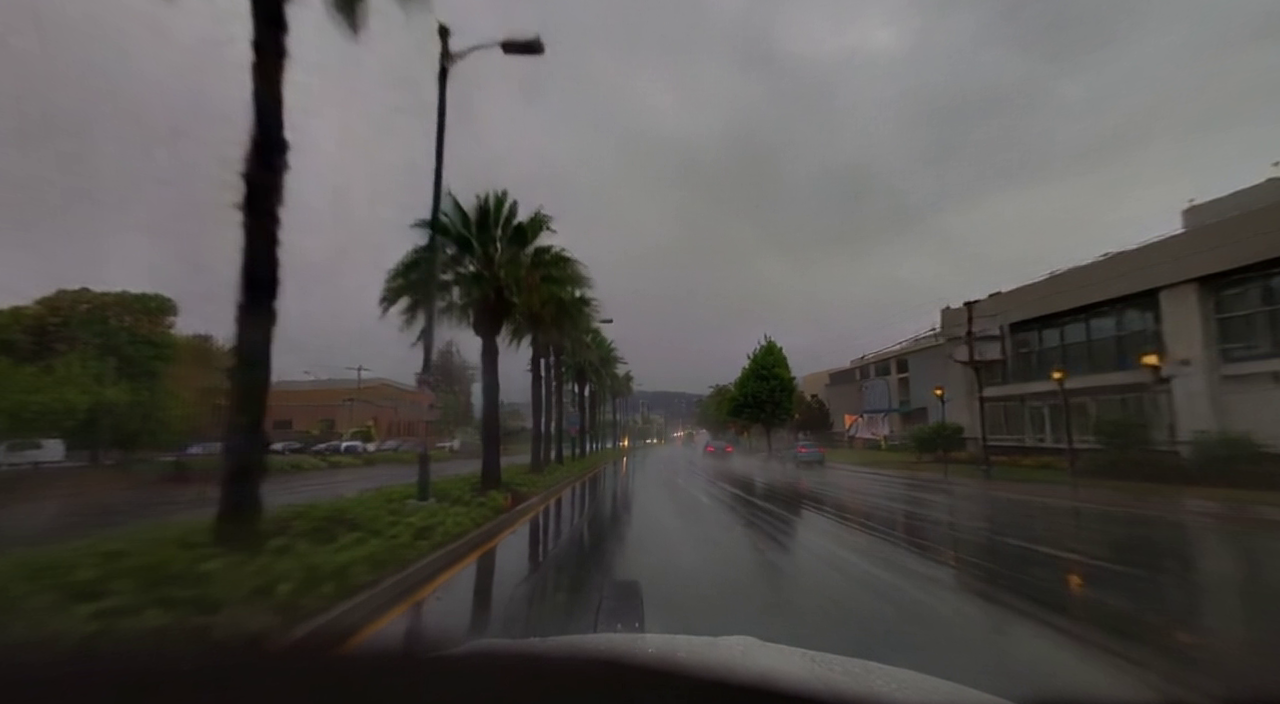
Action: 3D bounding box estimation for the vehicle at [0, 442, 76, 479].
[{"bbox_3d":[-36.043,6.102,35.557,5.711,2.003,2.550,0,-8,-1],"label":"vehicle"}]

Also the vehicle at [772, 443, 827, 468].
[{"bbox_3d":[10.196,6.653,40.659,2.086,1.545,4.645,1,-8,-4],"label":"vehicle"}]
